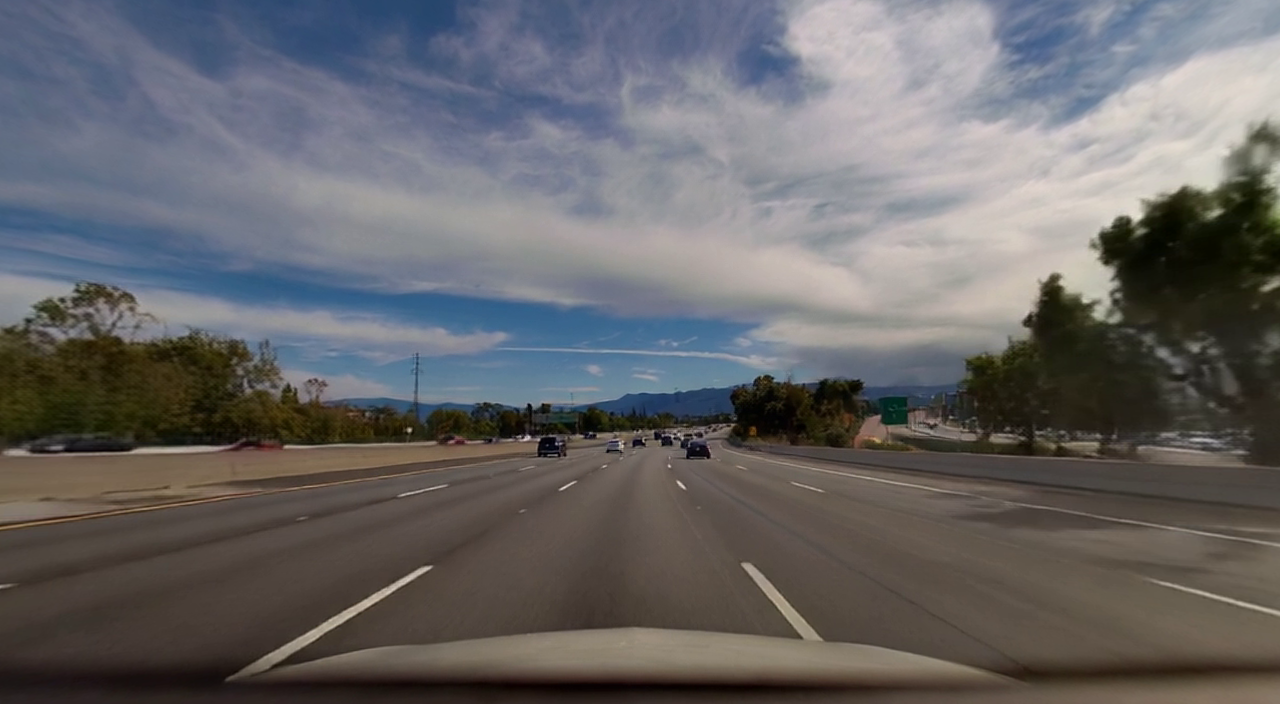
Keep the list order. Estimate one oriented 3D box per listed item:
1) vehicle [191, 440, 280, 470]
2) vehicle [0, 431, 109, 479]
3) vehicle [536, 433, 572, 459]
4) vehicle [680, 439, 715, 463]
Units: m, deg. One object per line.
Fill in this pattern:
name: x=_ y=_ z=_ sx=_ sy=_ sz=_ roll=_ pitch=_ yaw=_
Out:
vehicle: x=-22.920 y=5.826 z=36.012 sx=1.851 sy=1.579 sz=4.577 roll=-1 pitch=-9 yaw=3
vehicle: x=-26.977 y=4.614 z=28.400 sx=1.949 sy=1.947 sz=4.685 roll=0 pitch=-9 yaw=1
vehicle: x=-6.467 y=7.174 z=47.979 sx=2.009 sy=1.850 sz=4.338 roll=0 pitch=-9 yaw=2
vehicle: x=3.755 y=6.571 z=41.921 sx=1.967 sy=1.475 sz=4.080 roll=0 pitch=-9 yaw=1
